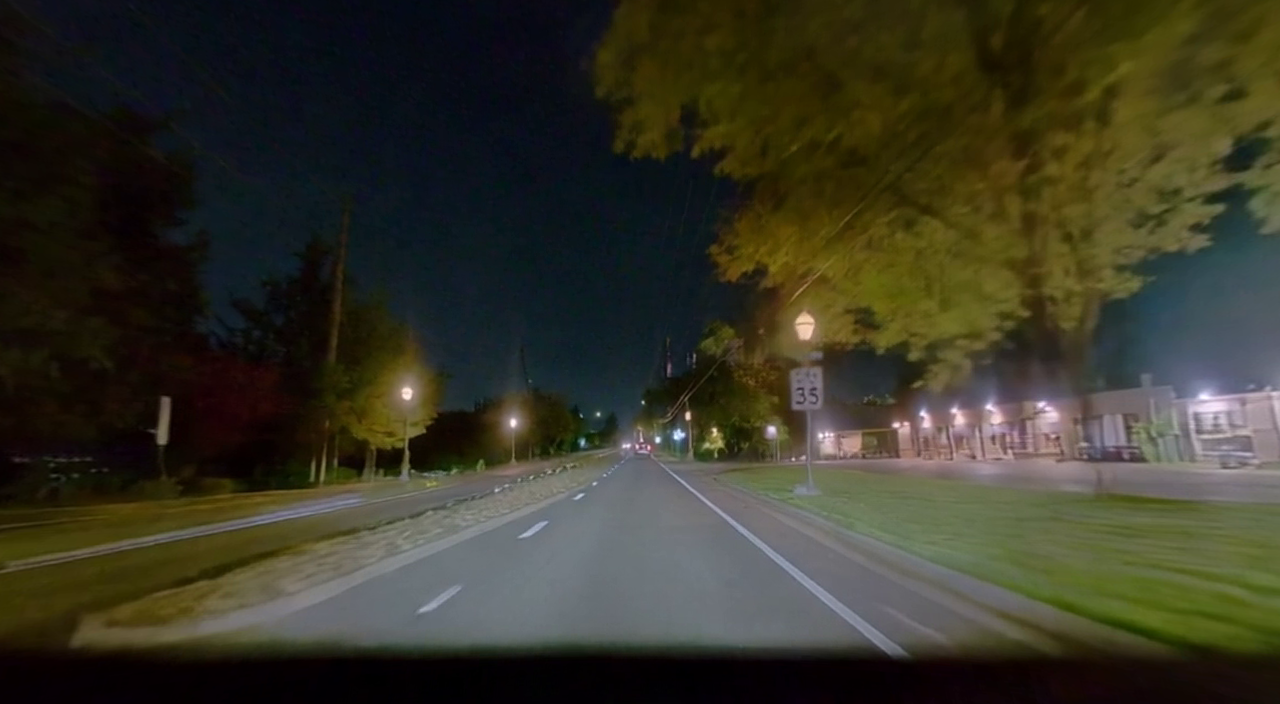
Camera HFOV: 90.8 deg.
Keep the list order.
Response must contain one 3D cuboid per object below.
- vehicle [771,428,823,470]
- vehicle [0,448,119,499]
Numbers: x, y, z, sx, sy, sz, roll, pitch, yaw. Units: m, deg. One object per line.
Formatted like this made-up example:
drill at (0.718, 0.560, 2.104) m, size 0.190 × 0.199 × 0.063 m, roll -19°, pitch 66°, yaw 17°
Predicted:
vehicle at (11.255, 7.055, 45.677) m, size 2.001 × 1.744 × 4.449 m, roll -4°, pitch -23°, yaw -9°
vehicle at (-20.083, 3.989, 21.162) m, size 2.061 × 1.475 × 4.357 m, roll 1°, pitch -8°, yaw -10°
